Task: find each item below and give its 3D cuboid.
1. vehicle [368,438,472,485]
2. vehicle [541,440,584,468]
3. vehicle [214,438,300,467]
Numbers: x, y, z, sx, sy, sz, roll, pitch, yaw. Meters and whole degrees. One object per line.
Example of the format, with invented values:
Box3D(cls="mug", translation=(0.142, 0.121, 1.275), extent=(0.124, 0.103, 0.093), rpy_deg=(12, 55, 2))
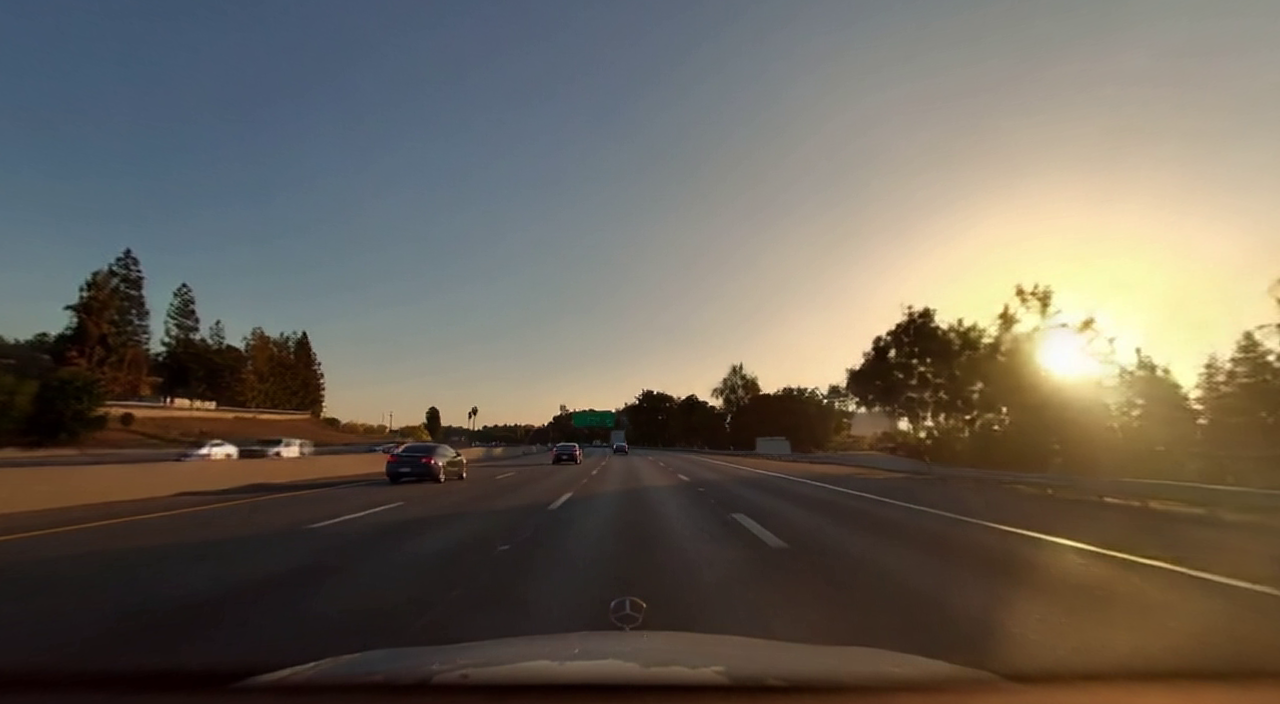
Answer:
Box3D(cls="vehicle", translation=(-7.626, 3.829, 22.434), extent=(2.038, 1.463, 4.656), rpy_deg=(0, -8, 0))
Box3D(cls="vehicle", translation=(-4.246, 5.689, 35.323), extent=(1.936, 1.465, 4.060), rpy_deg=(0, -8, -1))
Box3D(cls="vehicle", translation=(-21.681, 5.677, 35.955), extent=(2.052, 1.522, 4.609), rpy_deg=(0, -8, -1))
